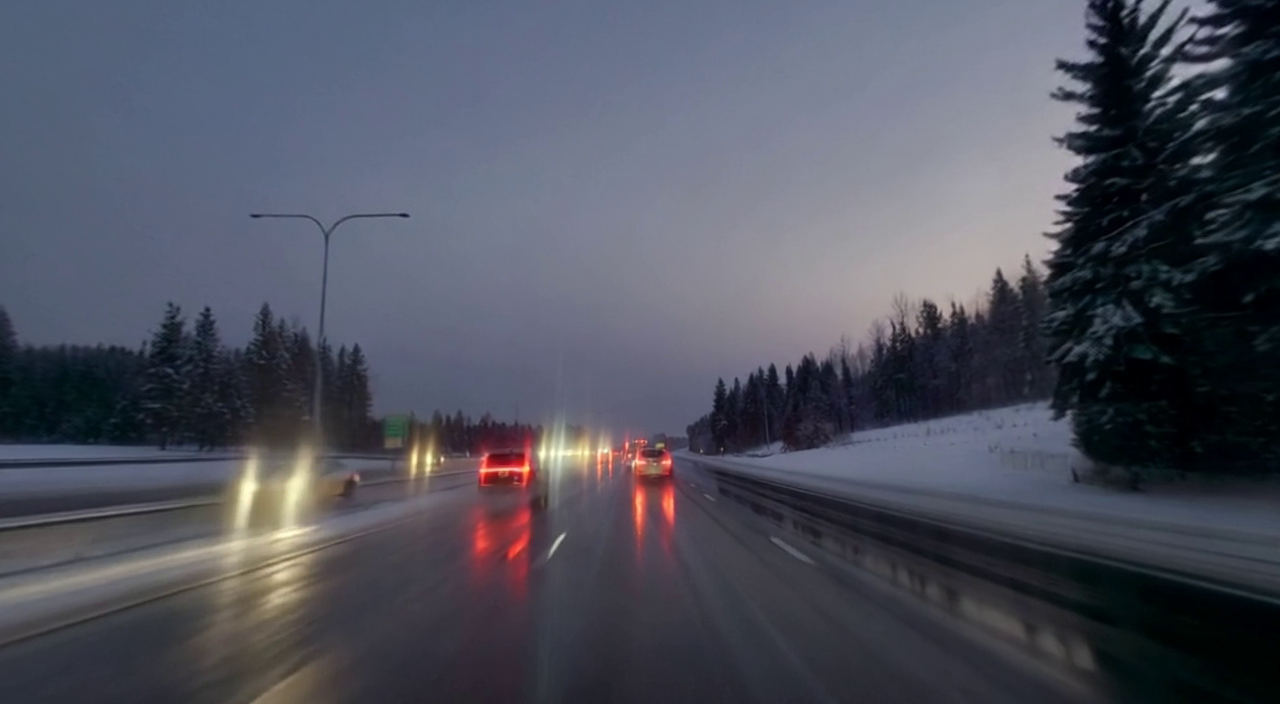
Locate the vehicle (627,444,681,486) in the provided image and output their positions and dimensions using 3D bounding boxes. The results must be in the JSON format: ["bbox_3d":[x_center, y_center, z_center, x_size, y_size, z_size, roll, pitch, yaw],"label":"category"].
[{"bbox_3d":[0.518,4.566,25.656,2.015,1.526,4.286,0,-9,0],"label":"vehicle"}]

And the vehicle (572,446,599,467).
[{"bbox_3d":[-4.232,8.193,49.157,1.837,1.530,3.844,0,-9,-1],"label":"vehicle"}]

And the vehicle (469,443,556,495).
[{"bbox_3d":[-4.059,3.801,20.743,1.940,1.502,4.463,0,-9,0],"label":"vehicle"}]
